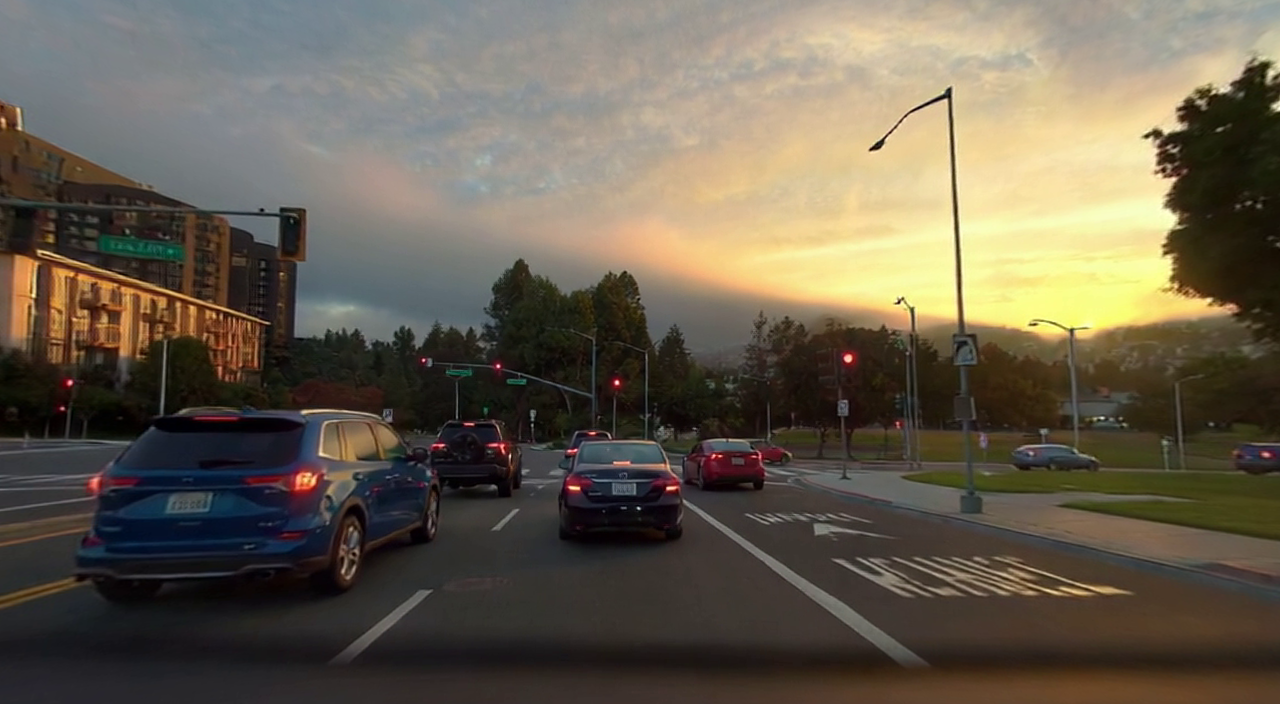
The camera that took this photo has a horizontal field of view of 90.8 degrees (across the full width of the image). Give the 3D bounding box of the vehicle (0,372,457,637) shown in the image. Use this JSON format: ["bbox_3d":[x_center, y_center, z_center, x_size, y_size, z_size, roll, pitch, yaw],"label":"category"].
[{"bbox_3d":[-3.380,1.324,6.454,1.924,1.737,4.387,0,-8,-3],"label":"vehicle"}]

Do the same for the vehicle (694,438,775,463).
[{"bbox_3d":[5.841,6.099,39.244,4.609,1.513,1.861,1,-8,-5],"label":"vehicle"}]

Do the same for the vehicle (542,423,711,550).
[{"bbox_3d":[-0.328,1.923,9.778,2.001,1.483,4.442,0,-8,-4],"label":"vehicle"}]

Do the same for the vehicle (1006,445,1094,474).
[{"bbox_3d":[26.747,7.019,41.267,4.394,1.802,1.924,0,-8,-3],"label":"vehicle"}]
